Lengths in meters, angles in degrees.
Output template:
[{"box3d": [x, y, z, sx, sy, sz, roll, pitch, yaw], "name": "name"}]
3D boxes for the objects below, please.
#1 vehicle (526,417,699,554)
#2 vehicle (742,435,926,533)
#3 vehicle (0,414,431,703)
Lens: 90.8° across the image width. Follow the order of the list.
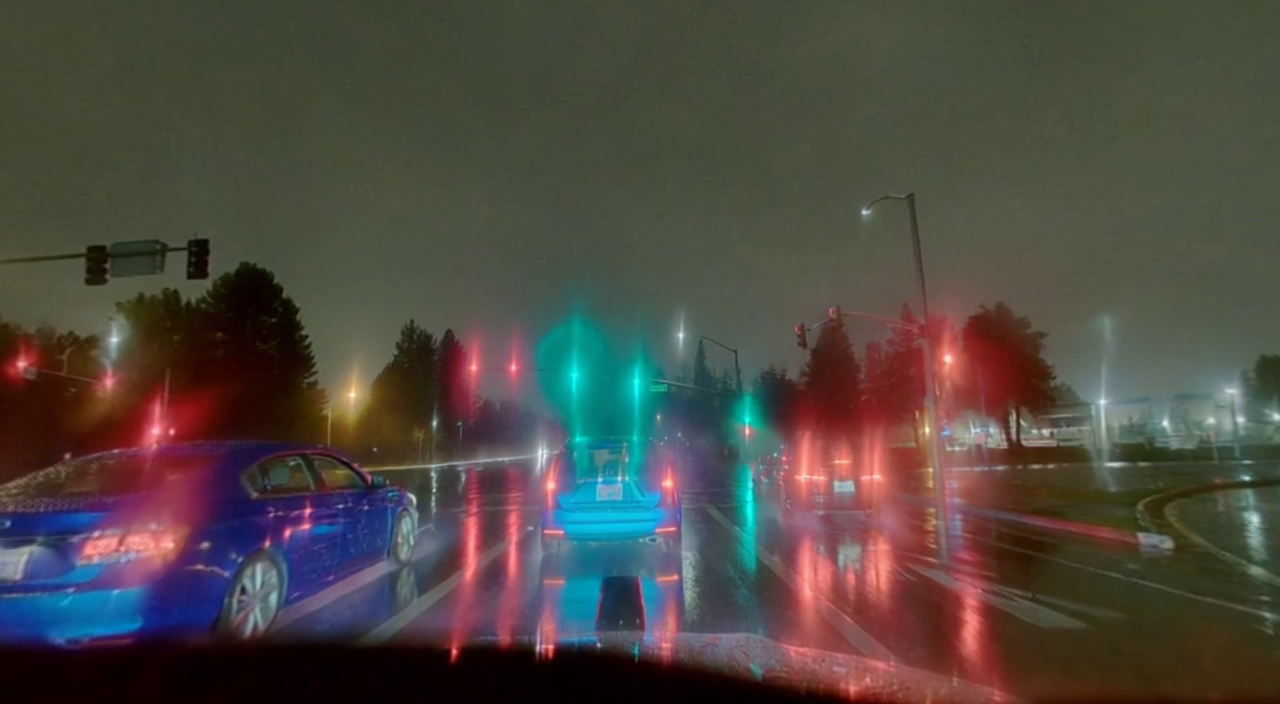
[{"box3d": [-0.344, 1.865, 9.460, 2.038, 1.599, 3.844, 0, -8, 0], "name": "vehicle"}, {"box3d": [3.279, 2.322, 11.767, 1.970, 1.449, 4.433, 0, -8, -1], "name": "vehicle"}, {"box3d": [-3.582, 1.387, 5.429, 2.052, 1.472, 4.479, 0, -8, 0], "name": "vehicle"}]
